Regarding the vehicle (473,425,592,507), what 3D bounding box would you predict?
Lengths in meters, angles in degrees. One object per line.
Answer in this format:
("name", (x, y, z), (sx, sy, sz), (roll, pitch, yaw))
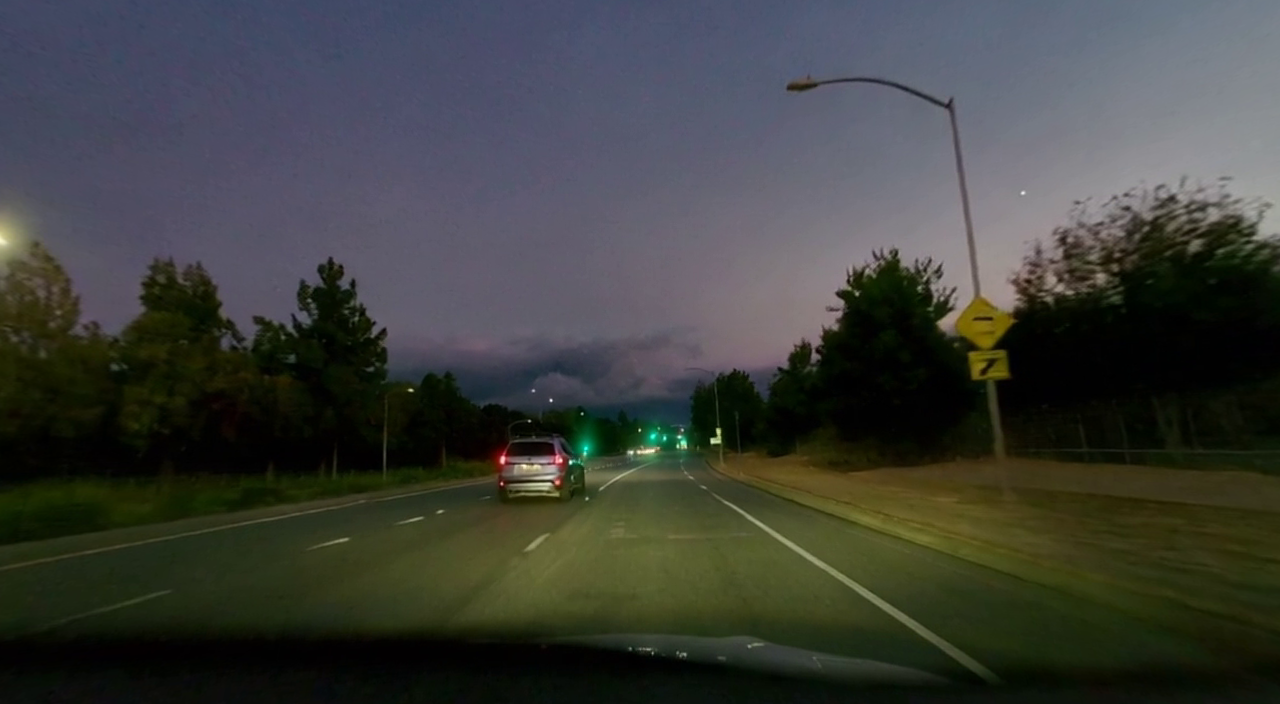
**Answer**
("vehicle", (-2.670, 2.999, 16.991), (2.160, 1.855, 4.695), (-1, -9, 3))
